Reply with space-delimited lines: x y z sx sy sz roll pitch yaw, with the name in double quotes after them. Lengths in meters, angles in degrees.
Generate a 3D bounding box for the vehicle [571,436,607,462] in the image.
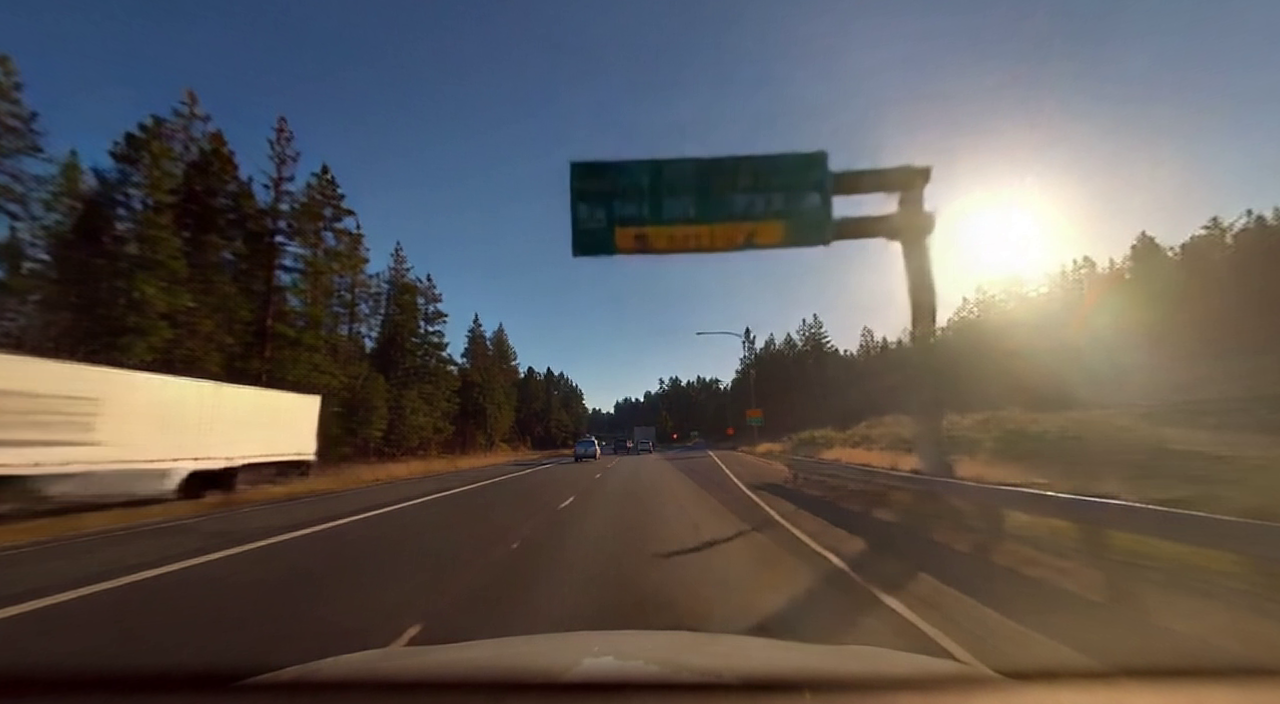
-3.613 6.967 45.324 2.129 1.742 4.217 0 -8 1 "vehicle"

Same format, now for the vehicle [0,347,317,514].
-17.276 2.990 22.631 2.877 4.076 16.156 0 -8 0 "vehicle"
